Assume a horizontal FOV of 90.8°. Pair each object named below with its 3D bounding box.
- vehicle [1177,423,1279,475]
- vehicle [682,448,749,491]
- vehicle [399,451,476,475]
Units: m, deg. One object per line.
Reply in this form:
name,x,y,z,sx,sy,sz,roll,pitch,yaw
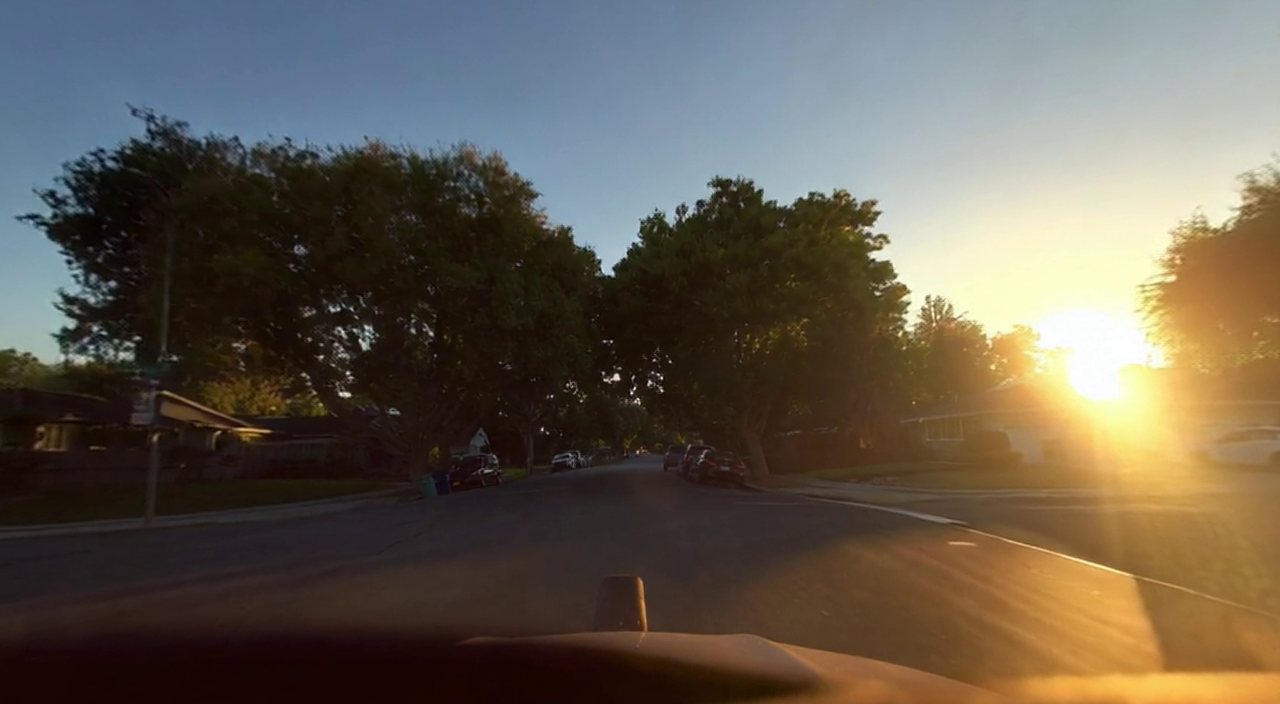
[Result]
vehicle,19.367,2.964,19.360,1.839,1.466,4.486,0,-9,0
vehicle,2.800,4.465,24.381,1.881,1.487,4.183,0,-9,-3
vehicle,-13.415,7.346,42.027,4.423,1.522,1.961,0,-9,-1
